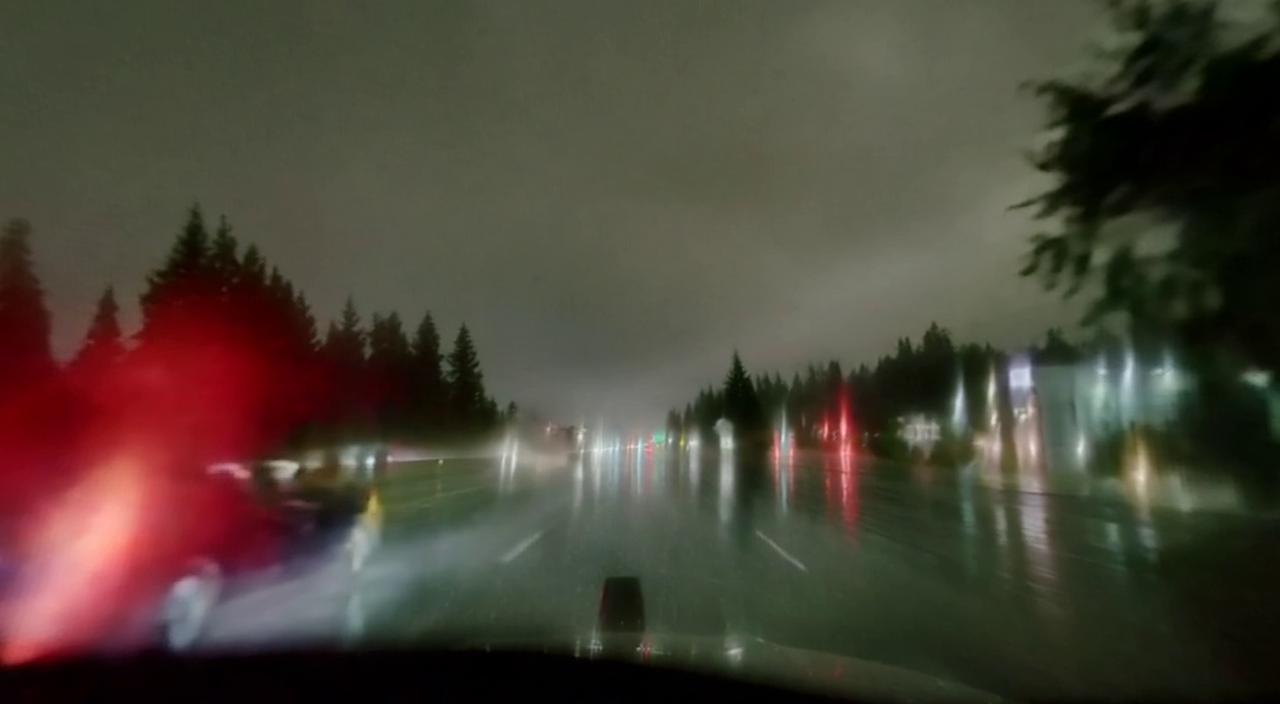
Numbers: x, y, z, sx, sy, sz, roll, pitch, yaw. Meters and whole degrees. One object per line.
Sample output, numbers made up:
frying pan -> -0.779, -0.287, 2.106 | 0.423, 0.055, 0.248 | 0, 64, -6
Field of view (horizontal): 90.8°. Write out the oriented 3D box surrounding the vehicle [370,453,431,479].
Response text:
vehicle -> -16.117, 7.678, 42.729 | 2.213, 1.598, 4.523 | -1, -9, 1

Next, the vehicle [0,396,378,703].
vehicle -> -3.642, 1.209, 4.219 | 1.979, 1.521, 4.147 | 0, -9, 0
